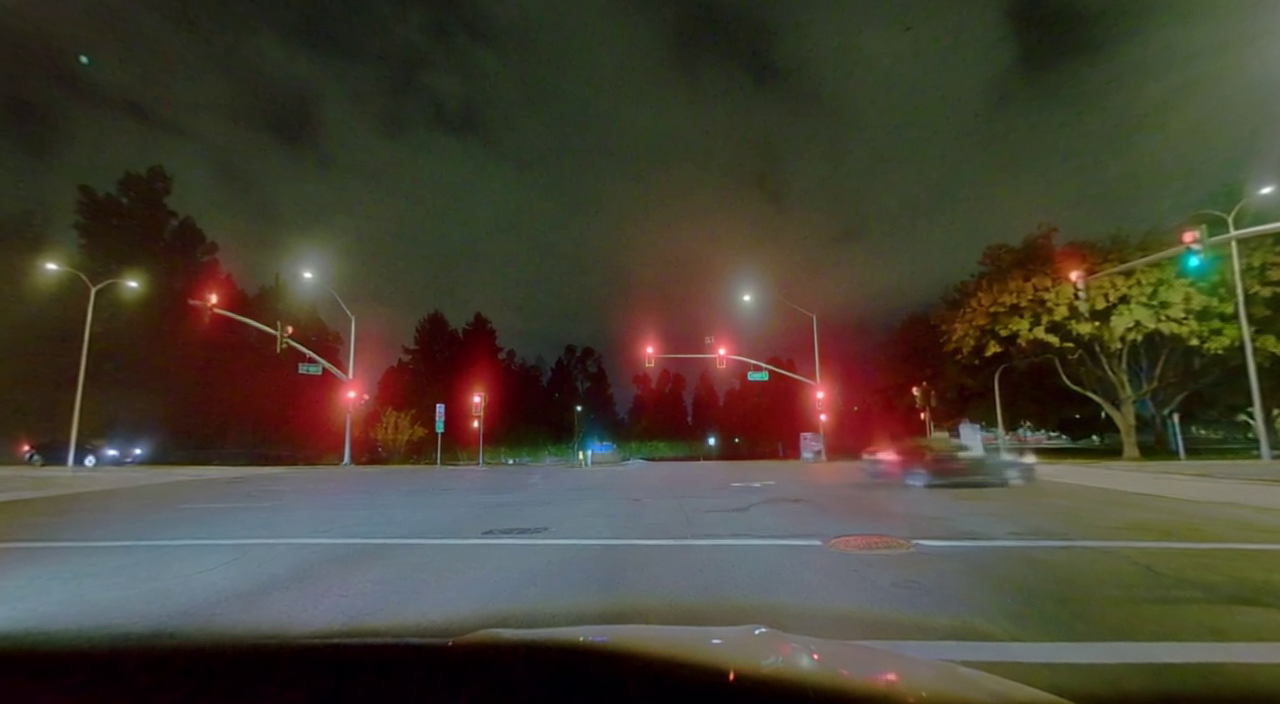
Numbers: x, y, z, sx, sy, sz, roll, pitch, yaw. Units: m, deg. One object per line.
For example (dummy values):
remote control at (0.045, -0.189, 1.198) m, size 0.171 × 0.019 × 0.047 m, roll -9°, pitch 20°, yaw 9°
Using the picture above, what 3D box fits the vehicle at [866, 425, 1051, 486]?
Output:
vehicle at (8.266, 2.719, 16.672) m, size 3.894 × 1.490 × 1.810 m, roll -1°, pitch -8°, yaw 3°

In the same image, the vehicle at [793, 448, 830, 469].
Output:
vehicle at (12.581, 7.847, 46.541) m, size 1.647 × 1.386 × 3.725 m, roll -2°, pitch -8°, yaw 0°

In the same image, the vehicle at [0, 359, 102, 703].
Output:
vehicle at (-3.061, 0.567, 0.221) m, size 2.055 × 1.573 × 4.065 m, roll 0°, pitch -8°, yaw 2°

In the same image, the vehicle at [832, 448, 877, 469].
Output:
vehicle at (15.568, 7.746, 46.027) m, size 1.714 × 1.458 × 4.206 m, roll 0°, pitch -8°, yaw -1°
